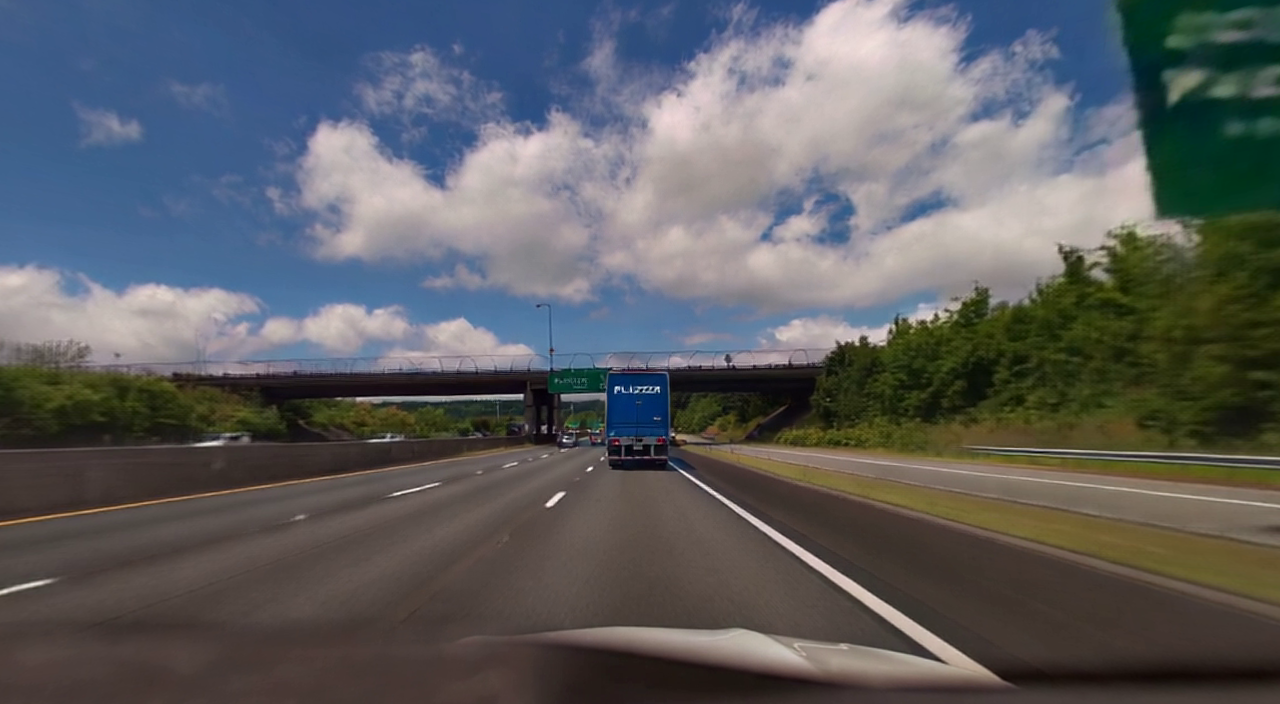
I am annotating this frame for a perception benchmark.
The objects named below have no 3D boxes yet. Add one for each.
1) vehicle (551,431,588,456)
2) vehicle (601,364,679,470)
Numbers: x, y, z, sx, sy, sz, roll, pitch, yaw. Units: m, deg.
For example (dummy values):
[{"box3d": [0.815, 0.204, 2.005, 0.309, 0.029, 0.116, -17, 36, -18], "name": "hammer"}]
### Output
[{"box3d": [-5.060, 6.670, 45.903, 2.198, 1.712, 4.655, 0, -8, -1], "name": "vehicle"}, {"box3d": [-0.140, 3.212, 29.561, 2.926, 3.959, 11.818, 0, -8, -1], "name": "vehicle"}]
